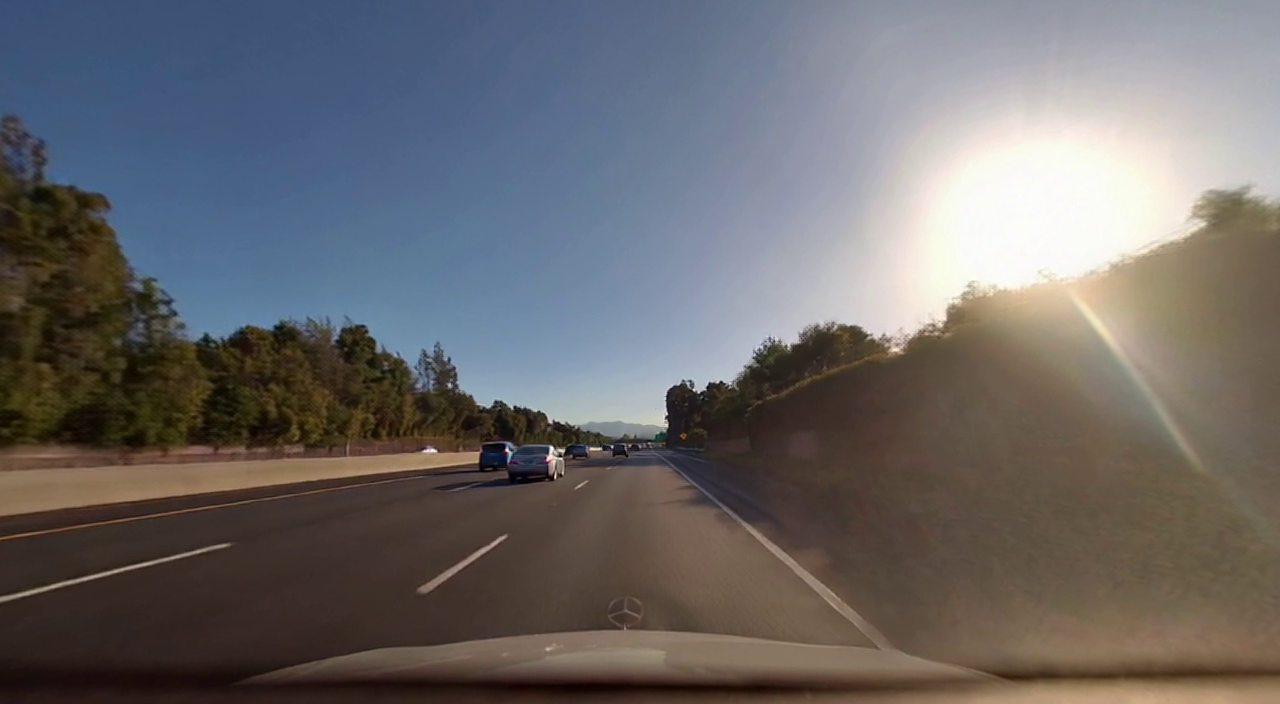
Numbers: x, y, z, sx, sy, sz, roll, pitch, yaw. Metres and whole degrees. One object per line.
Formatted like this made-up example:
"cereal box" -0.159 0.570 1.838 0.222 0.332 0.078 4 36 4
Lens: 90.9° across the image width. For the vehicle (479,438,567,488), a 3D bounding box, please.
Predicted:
"vehicle" -3.933 3.822 22.143 2.081 1.514 4.943 0 -8 1
